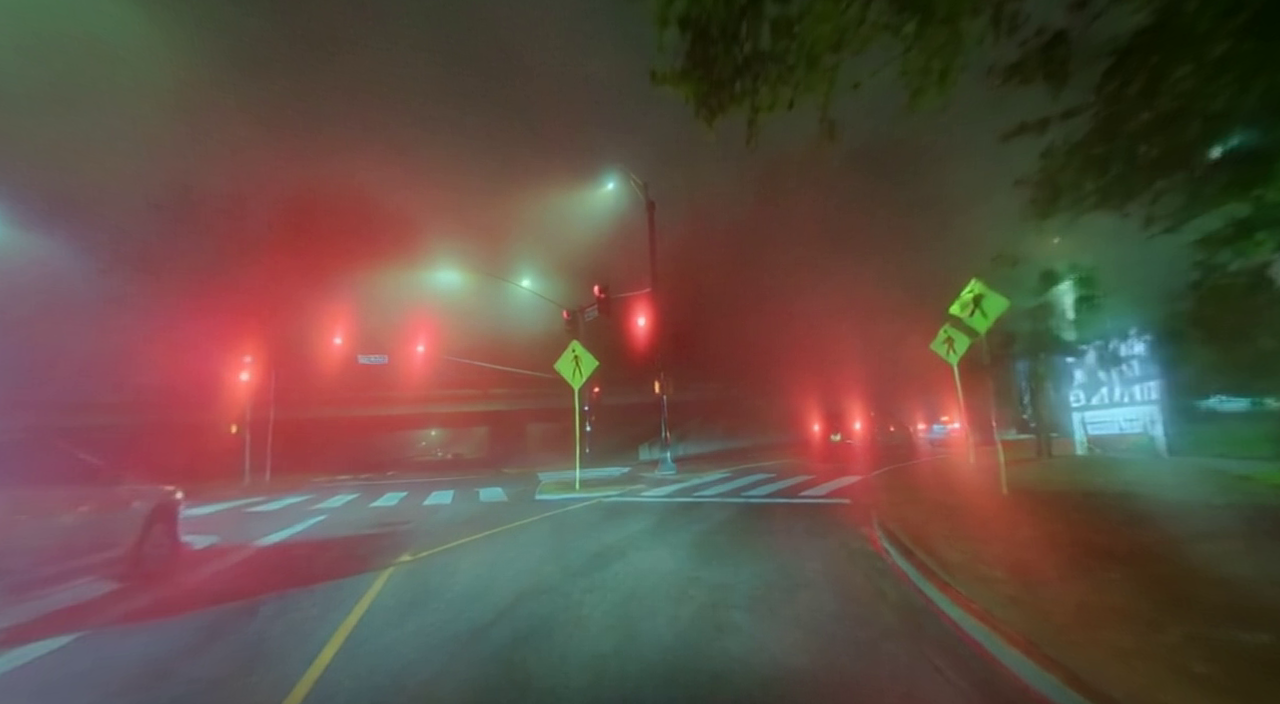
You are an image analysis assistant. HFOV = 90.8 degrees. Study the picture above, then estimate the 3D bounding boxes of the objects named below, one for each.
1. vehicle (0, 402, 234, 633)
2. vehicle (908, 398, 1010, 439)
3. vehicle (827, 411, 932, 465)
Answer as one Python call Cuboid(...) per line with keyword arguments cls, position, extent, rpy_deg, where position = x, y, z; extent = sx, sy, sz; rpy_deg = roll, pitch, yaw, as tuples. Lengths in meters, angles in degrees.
Cuboid(cls="vehicle", position=(-6.019, 1.392, 5.790), extent=(2.066, 1.672, 5.581), rpy_deg=(2, -8, -14))
Cuboid(cls="vehicle", position=(16.666, 3.526, 32.948), extent=(5.144, 1.954, 2.122), rpy_deg=(4, -9, -29))
Cuboid(cls="vehicle", position=(8.124, 2.901, 21.236), extent=(1.908, 1.622, 4.166), rpy_deg=(-7, -11, 41))
